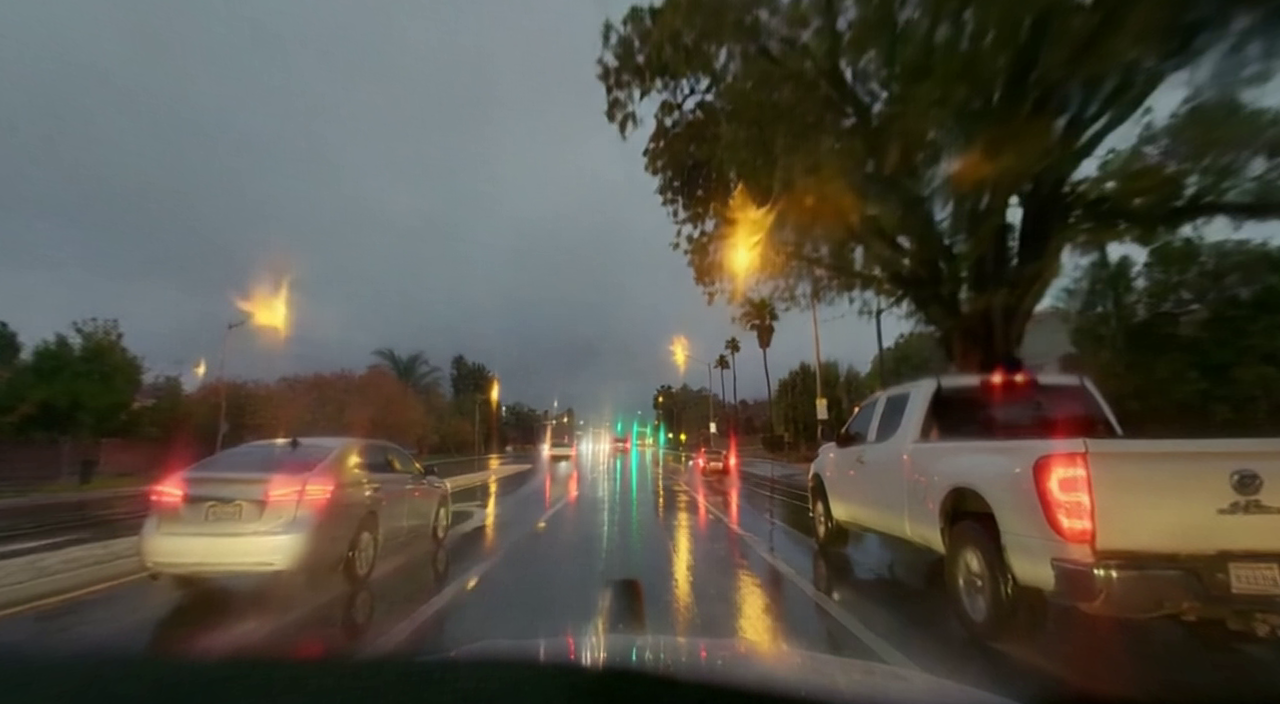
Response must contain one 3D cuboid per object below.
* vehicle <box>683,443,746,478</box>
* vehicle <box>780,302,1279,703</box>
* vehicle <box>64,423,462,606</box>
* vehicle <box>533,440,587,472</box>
[{"bbox_3d":[3.258,4.874,28.736,2.149,1.421,4.805,0,-8,-2],"label":"vehicle"},{"bbox_3d":[3.250,1.178,5.883,2.478,2.030,5.723,0,-8,-1],"label":"vehicle"},{"bbox_3d":[-3.759,1.673,7.485,2.094,1.509,4.286,0,-8,-1],"label":"vehicle"},{"bbox_3d":[-4.116,5.453,33.425,2.263,1.548,4.555,0,-8,0],"label":"vehicle"}]
